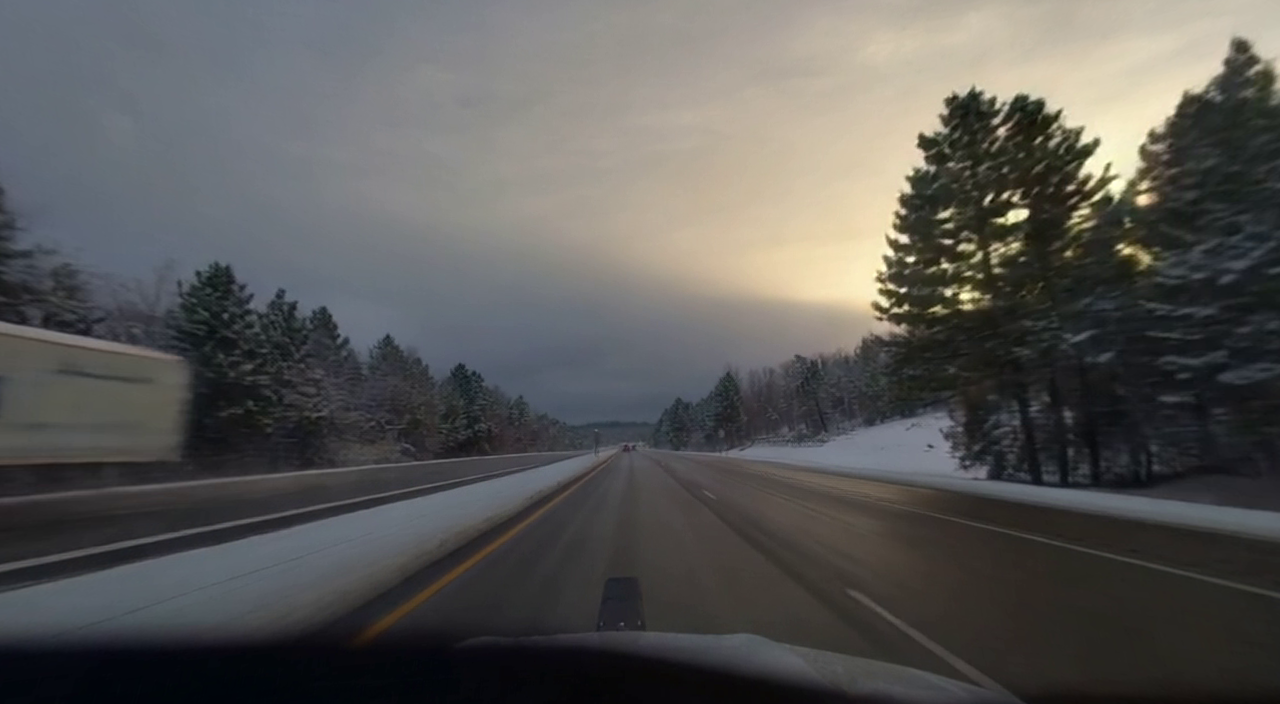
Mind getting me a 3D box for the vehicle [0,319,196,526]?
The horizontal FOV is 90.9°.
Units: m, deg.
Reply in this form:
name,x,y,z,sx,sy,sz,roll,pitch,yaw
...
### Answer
name,x,y,z,sx,sy,sz,roll,pitch,yaw
vehicle,-13.506,1.491,12.939,2.809,3.856,7.984,0,-9,0
